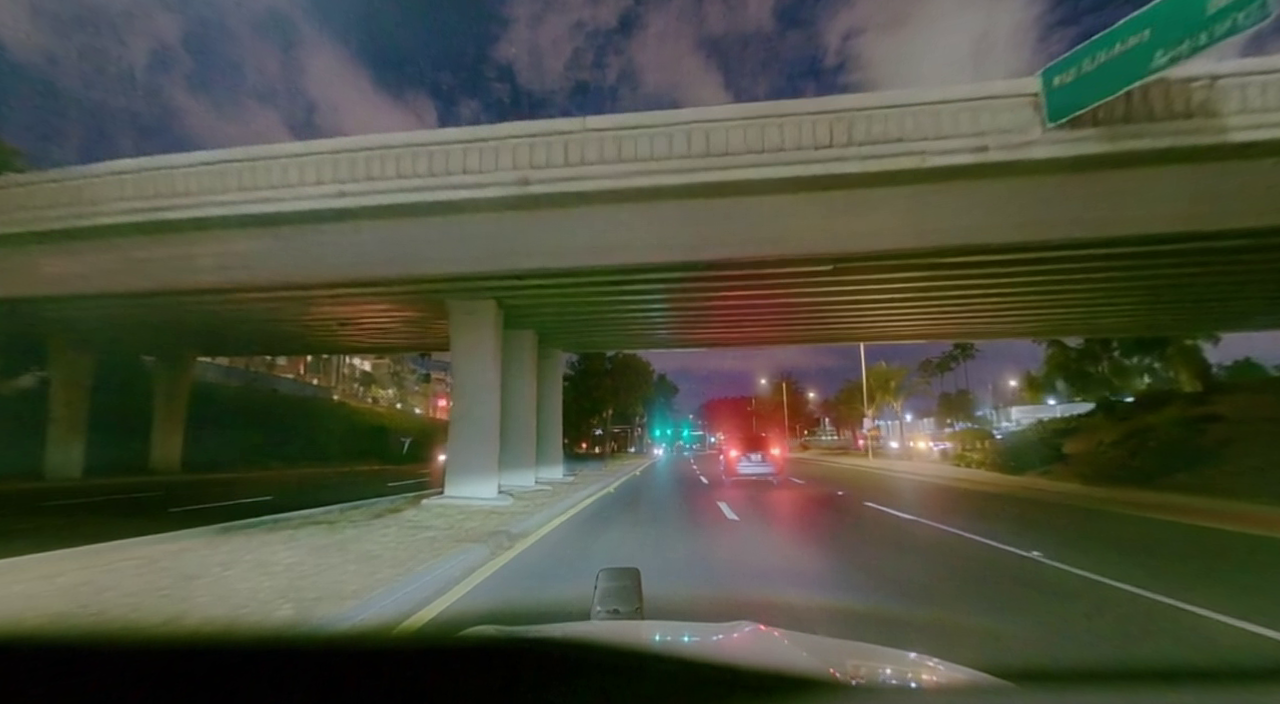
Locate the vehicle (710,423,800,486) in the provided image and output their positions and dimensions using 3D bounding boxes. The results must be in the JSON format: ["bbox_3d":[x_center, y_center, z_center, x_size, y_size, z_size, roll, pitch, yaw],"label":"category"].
[{"bbox_3d":[4.071,3.766,23.454,2.559,2.017,5.562,0,-9,3],"label":"vehicle"}]
